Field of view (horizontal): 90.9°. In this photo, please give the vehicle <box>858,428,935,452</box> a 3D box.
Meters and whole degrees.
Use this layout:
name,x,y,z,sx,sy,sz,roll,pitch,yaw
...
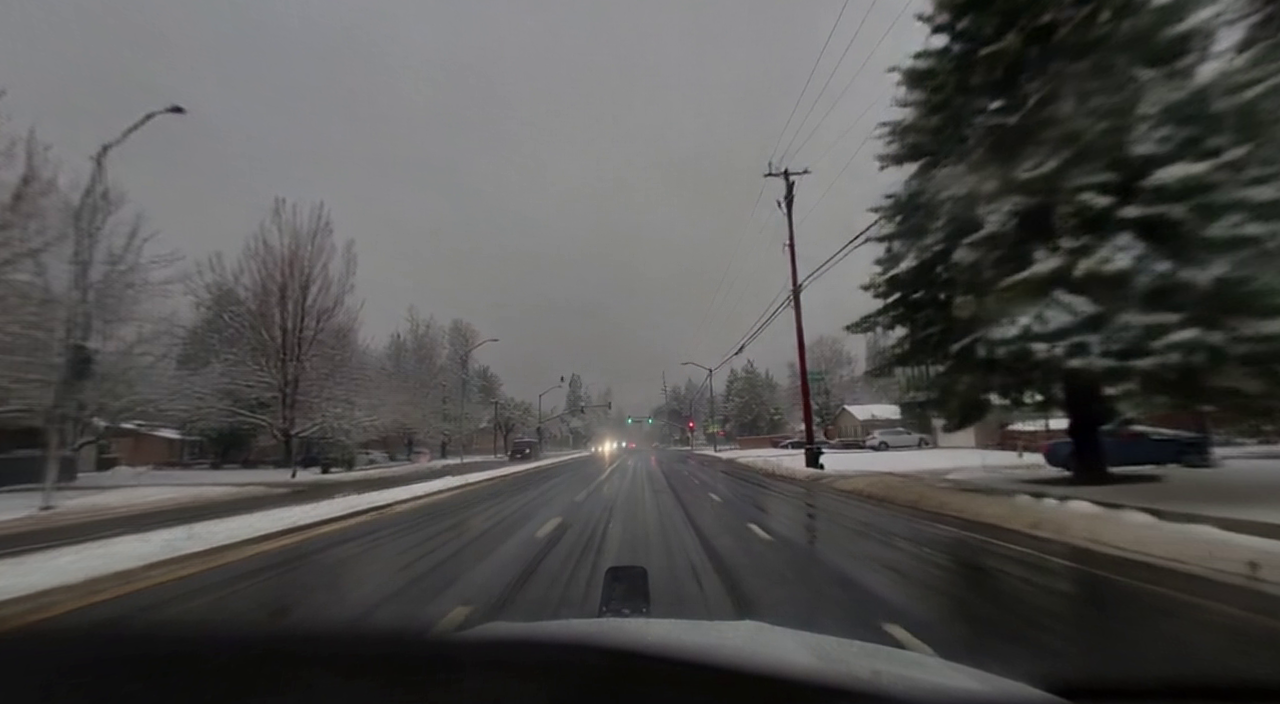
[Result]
name,x,y,z,sx,sy,sz,roll,pitch,yaw
vehicle,18.520,6.377,45.628,4.591,1.718,2.107,0,-9,-3

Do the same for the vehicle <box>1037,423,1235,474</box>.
name,x,y,z,sx,sy,sz,roll,pitch,yaw
vehicle,14.687,2.919,18.965,4.253,1.397,1.717,-3,-9,18

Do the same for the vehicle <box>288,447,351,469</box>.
name,x,y,z,sx,sy,sz,roll,pitch,yaw
vehicle,-22.061,7.310,43.493,3.459,1.419,1.631,-1,-9,-2
